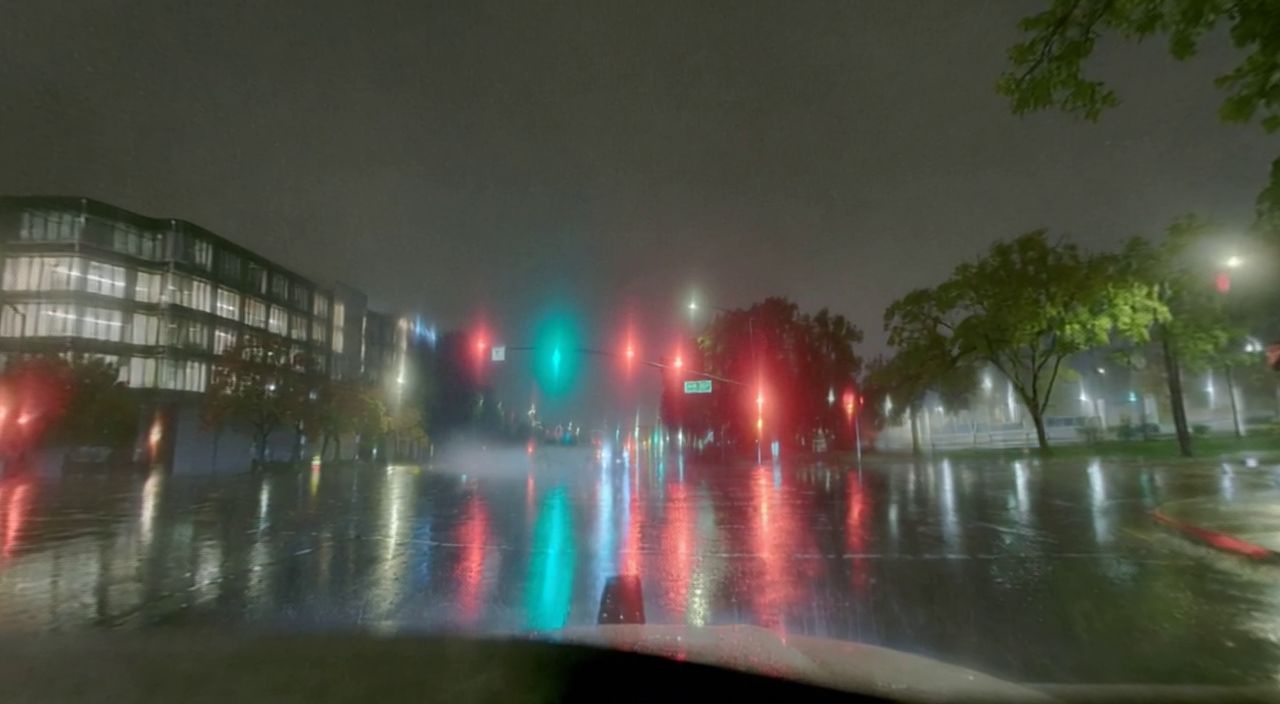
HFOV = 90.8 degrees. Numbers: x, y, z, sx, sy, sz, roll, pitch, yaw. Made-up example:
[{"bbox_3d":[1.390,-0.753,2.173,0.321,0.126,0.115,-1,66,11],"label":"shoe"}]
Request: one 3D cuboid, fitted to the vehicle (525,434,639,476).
[{"bbox_3d":[-2.857,4.938,30.468,5.357,1.814,2.141,-6,-10,36],"label":"vehicle"}]
